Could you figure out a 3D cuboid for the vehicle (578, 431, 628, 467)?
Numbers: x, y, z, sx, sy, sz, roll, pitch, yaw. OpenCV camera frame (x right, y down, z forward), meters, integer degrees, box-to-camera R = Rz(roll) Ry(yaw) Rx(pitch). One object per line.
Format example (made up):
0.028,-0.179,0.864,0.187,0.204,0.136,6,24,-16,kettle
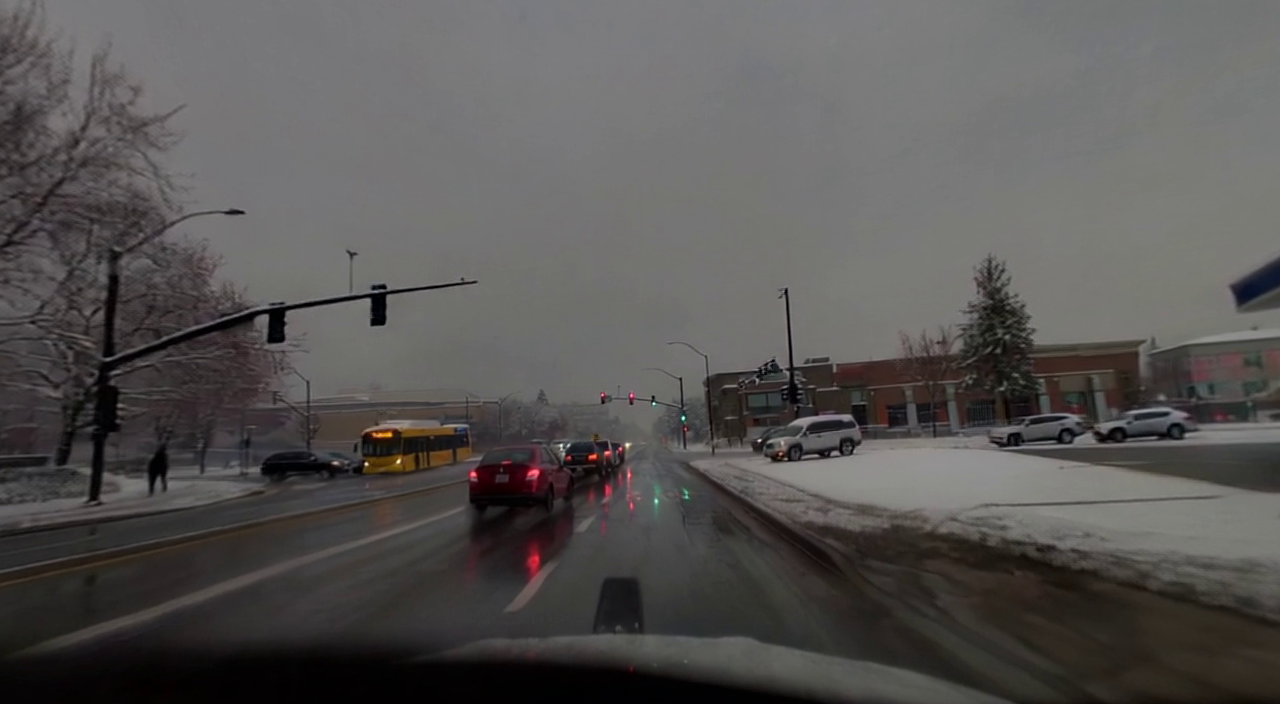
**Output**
-1.851,5.087,32.888,2.365,1.751,3.904,0,-9,0,vehicle

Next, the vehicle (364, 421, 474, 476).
-14.539,6.530,42.637,3.189,3.205,11.526,0,-9,0,vehicle

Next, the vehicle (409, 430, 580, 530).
-2.416,2.259,11.624,2.092,1.507,4.078,-1,-9,2,vehicle

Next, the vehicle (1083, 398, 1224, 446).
21.488,2.960,26.349,4.172,1.687,1.773,-4,-8,1,vehicle

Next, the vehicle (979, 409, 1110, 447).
16.999,3.263,26.532,4.064,1.507,2.078,0,-9,1,vehicle

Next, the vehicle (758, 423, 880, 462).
8.078,4.114,28.680,4.894,1.451,2.089,-3,-7,2,vehicle
